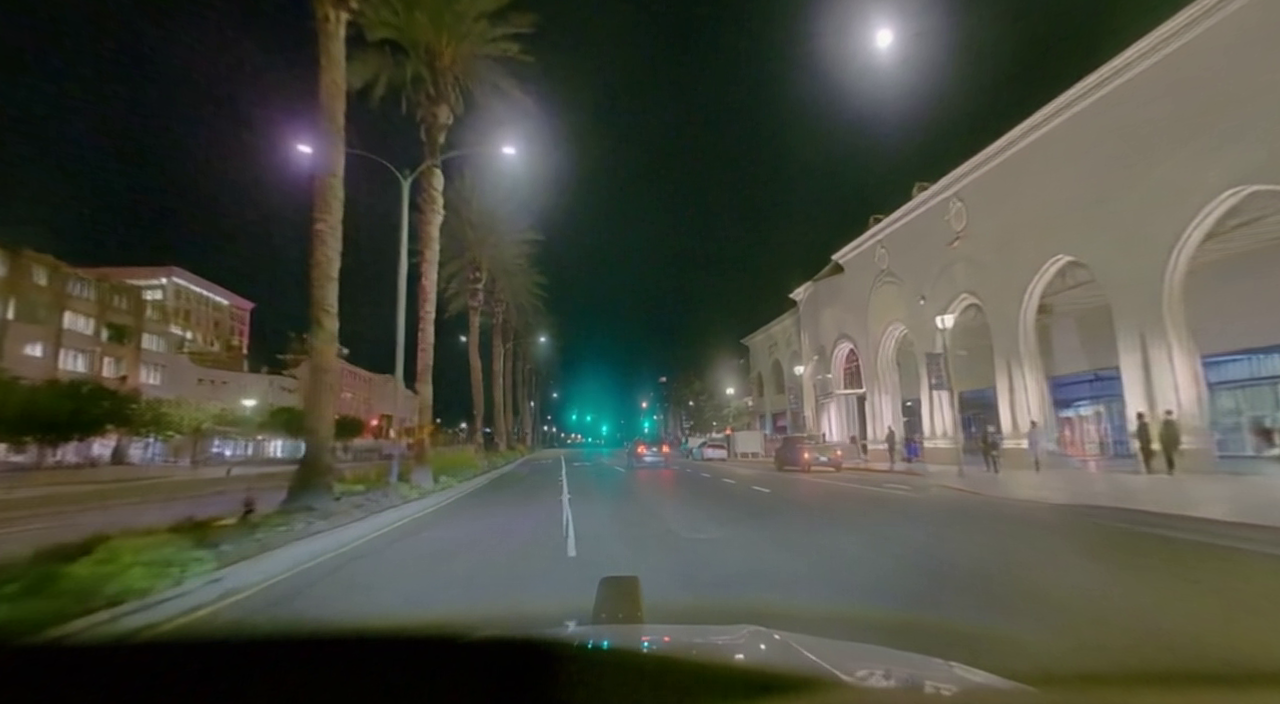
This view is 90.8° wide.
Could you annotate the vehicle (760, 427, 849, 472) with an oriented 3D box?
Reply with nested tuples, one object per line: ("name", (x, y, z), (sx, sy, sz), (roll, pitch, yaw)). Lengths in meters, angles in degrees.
("vehicle", (8.205, 4.956, 32.242), (2.417, 2.030, 5.711), (1, -9, -7))

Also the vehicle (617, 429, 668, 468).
("vehicle", (0.010, 5.648, 37.062), (2.284, 2.010, 6.670), (1, -9, -6))
